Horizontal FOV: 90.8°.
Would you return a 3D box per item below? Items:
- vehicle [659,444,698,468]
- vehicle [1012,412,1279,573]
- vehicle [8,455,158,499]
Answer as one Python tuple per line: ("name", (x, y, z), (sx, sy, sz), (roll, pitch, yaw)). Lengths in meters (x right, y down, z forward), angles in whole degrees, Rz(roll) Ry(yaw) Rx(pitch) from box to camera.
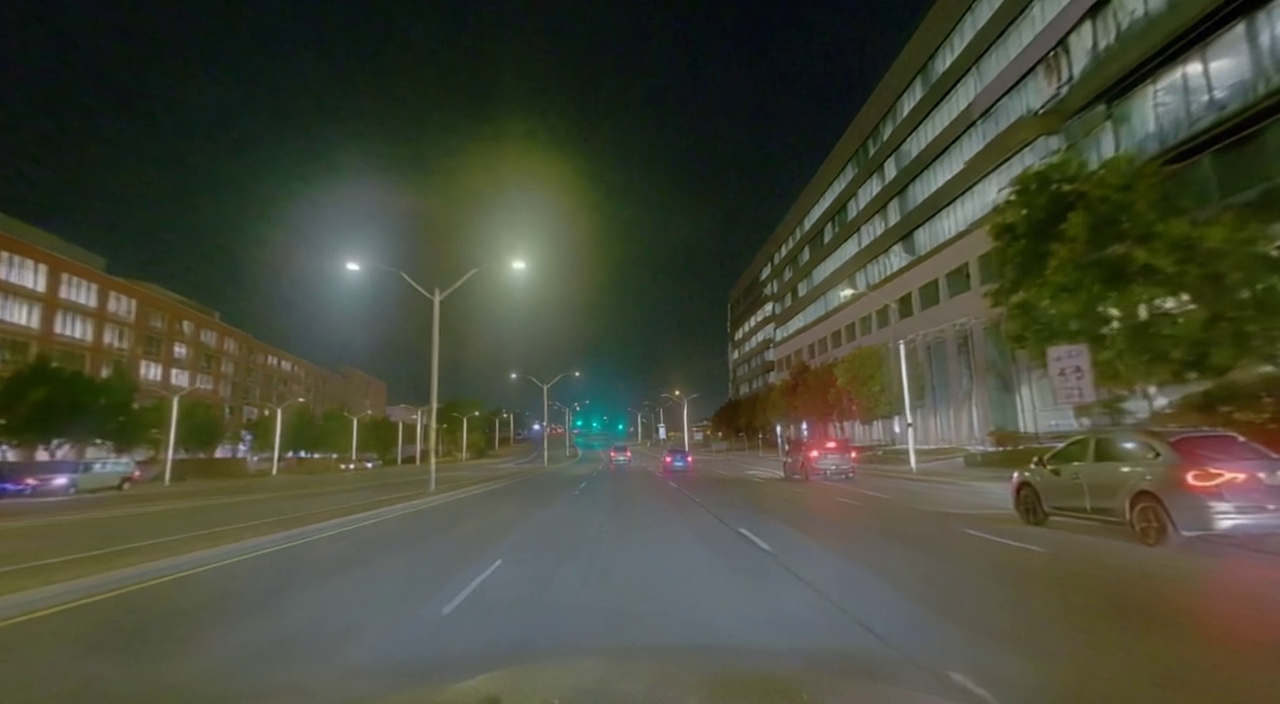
("vehicle", (2.537, 6.991, 42.750), (2.090, 1.506, 4.382), (0, -8, -3))
("vehicle", (7.696, 1.862, 9.183), (2.017, 1.743, 4.453), (-1, -8, 3))
("vehicle", (-29.631, 6.629, 34.045), (2.474, 1.971, 6.358), (0, -8, -2))
